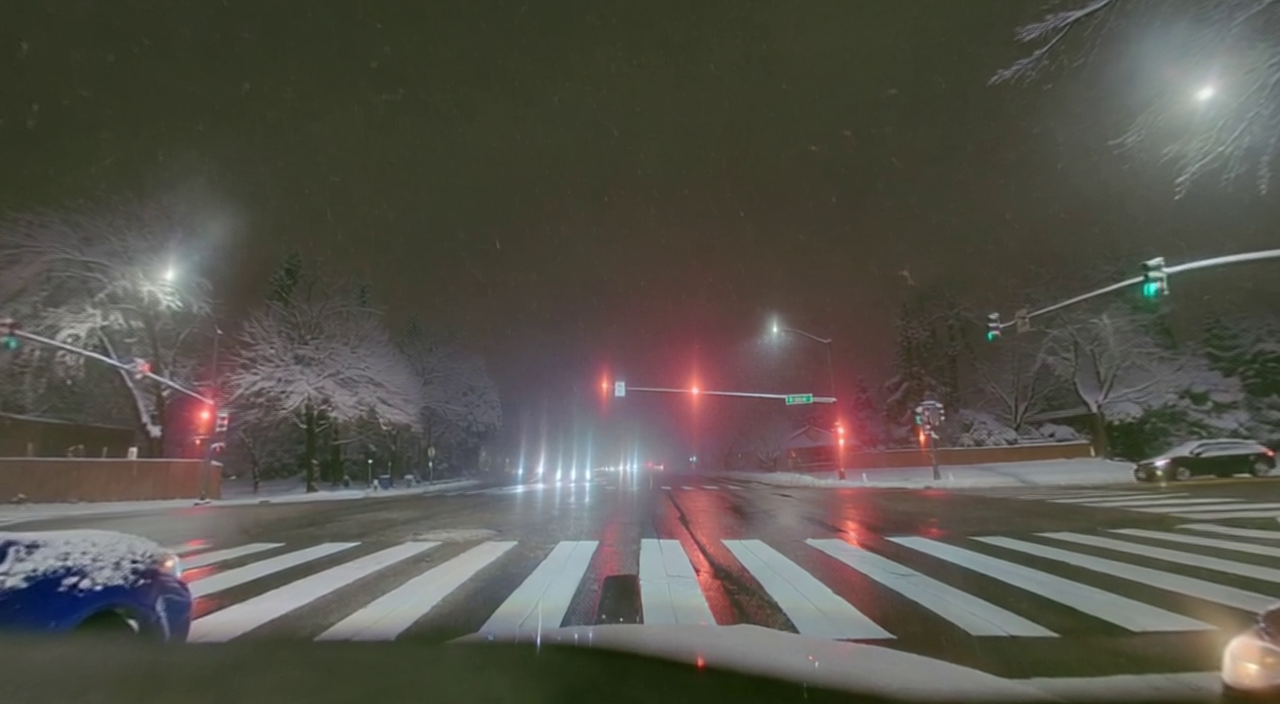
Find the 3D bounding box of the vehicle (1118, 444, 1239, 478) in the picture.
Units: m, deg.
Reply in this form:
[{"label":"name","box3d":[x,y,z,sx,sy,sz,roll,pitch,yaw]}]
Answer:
[{"label":"vehicle","box3d":[25.106,5.047,29.521,4.123,1.469,1.790,0,-8,-5]}]

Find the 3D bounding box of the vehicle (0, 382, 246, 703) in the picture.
[{"label":"vehicle","box3d":[-2.989,0.753,1.238,1.969,1.513,3.773,0,-8,0]}]

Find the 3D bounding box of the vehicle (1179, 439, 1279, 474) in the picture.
[{"label":"vehicle","box3d":[25.674,4.379,26.586,4.347,1.411,1.784,0,-8,-2]}]
